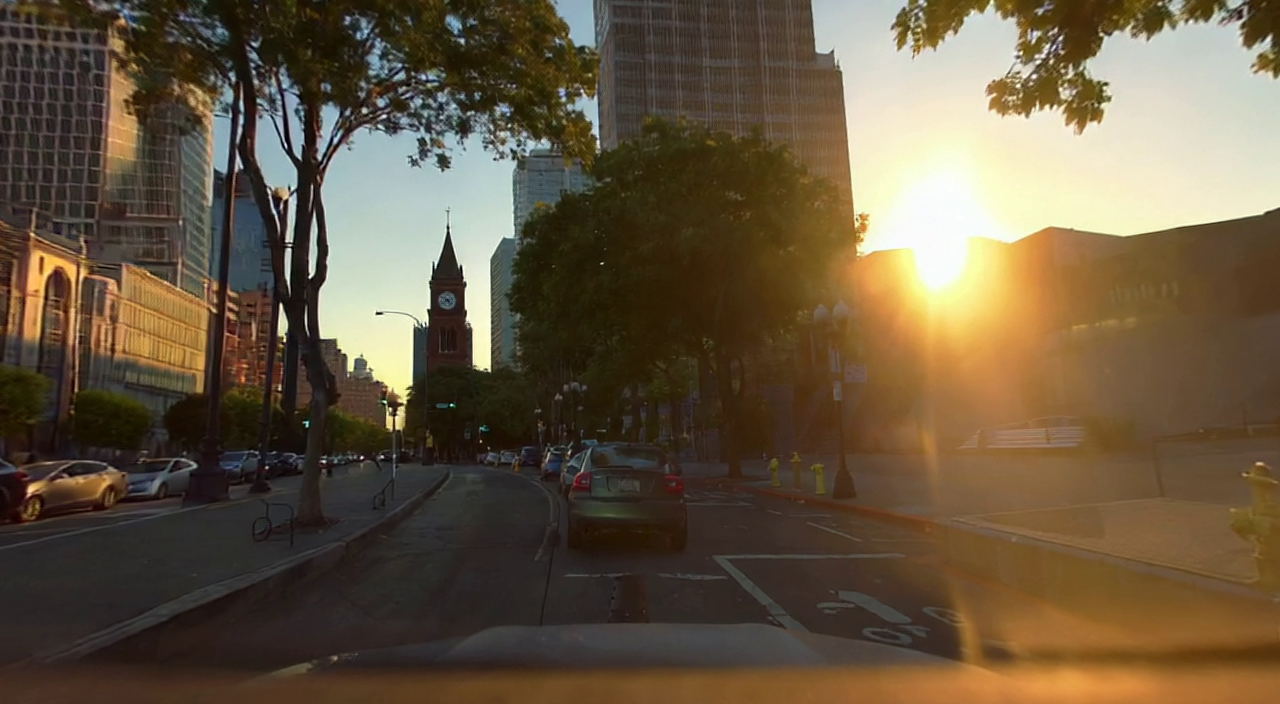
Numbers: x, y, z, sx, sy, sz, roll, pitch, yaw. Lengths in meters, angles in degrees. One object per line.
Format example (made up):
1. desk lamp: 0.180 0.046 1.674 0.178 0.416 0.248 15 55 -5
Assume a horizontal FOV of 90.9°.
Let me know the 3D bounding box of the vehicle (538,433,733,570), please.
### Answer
1. vehicle: -0.232 1.941 9.015 2.142 1.475 4.051 1 -8 -5
